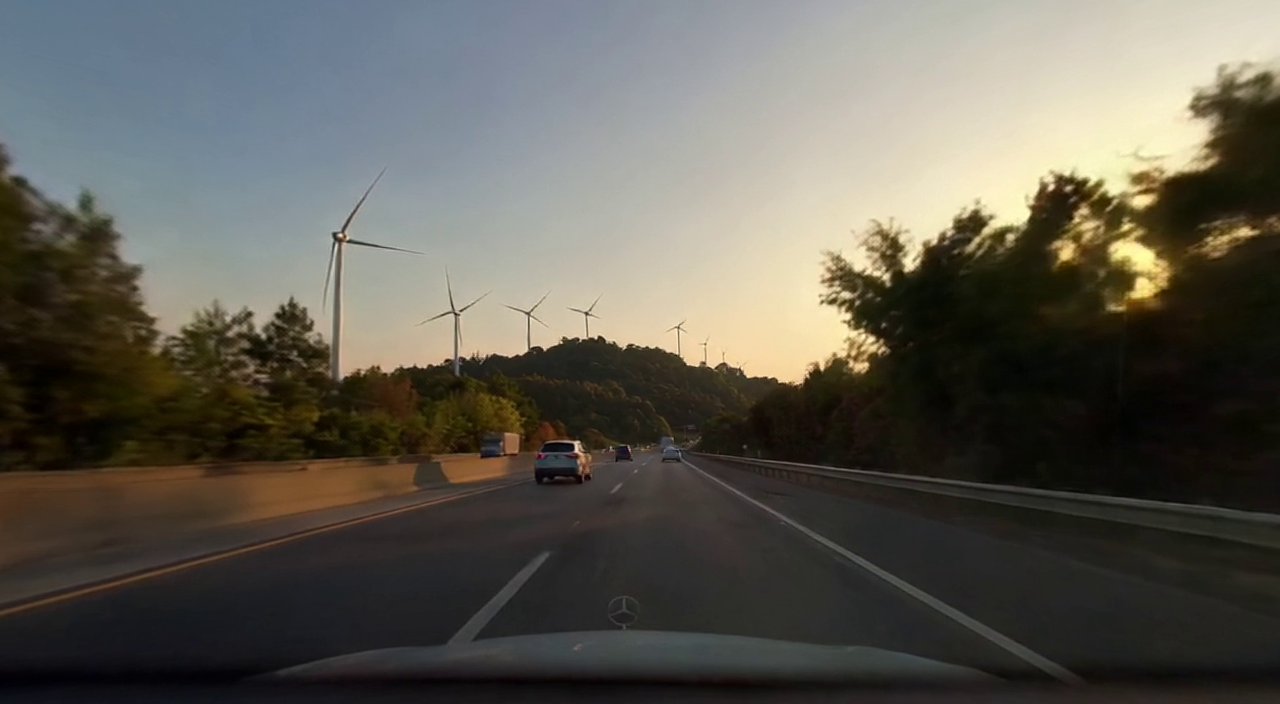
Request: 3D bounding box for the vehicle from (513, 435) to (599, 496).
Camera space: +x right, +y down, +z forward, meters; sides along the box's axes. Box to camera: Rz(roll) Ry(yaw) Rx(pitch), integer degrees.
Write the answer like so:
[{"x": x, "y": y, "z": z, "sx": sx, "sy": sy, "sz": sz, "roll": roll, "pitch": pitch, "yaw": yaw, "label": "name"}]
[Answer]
[{"x": -2.540, "y": 3.567, "z": 20.137, "sx": 2.038, "sy": 1.723, "sz": 4.150, "roll": 0, "pitch": -9, "yaw": 2, "label": "vehicle"}]
